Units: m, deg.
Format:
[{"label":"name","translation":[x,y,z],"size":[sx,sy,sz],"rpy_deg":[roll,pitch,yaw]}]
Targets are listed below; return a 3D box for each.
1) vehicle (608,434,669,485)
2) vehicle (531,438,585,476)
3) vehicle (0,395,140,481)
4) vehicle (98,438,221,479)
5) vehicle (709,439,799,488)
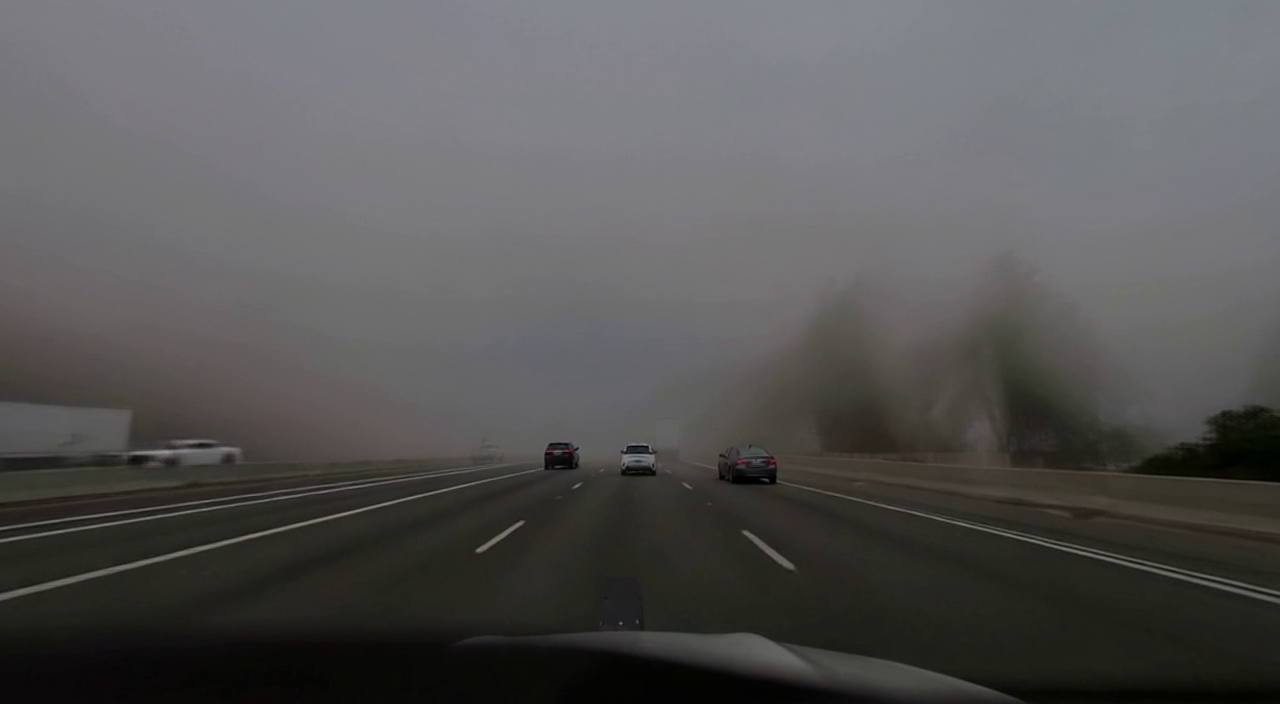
[{"label":"vehicle","translation":[-0.074,4.024,23.962],"size":[2.103,1.717,4.399],"rpy_deg":[0,-8,0]},{"label":"vehicle","translation":[-3.951,5.110,31.107],"size":[1.988,1.696,4.754],"rpy_deg":[0,-8,0]},{"label":"vehicle","translation":[-30.804,3.853,28.334],"size":[3.101,3.887,16.562],"rpy_deg":[0,-8,1]},{"label":"vehicle","translation":[-19.354,4.292,25.681],"size":[2.084,1.519,3.662],"rpy_deg":[0,-8,0]},{"label":"vehicle","translation":[3.778,3.794,21.917],"size":[2.146,1.482,4.665],"rpy_deg":[0,-8,-2]}]
